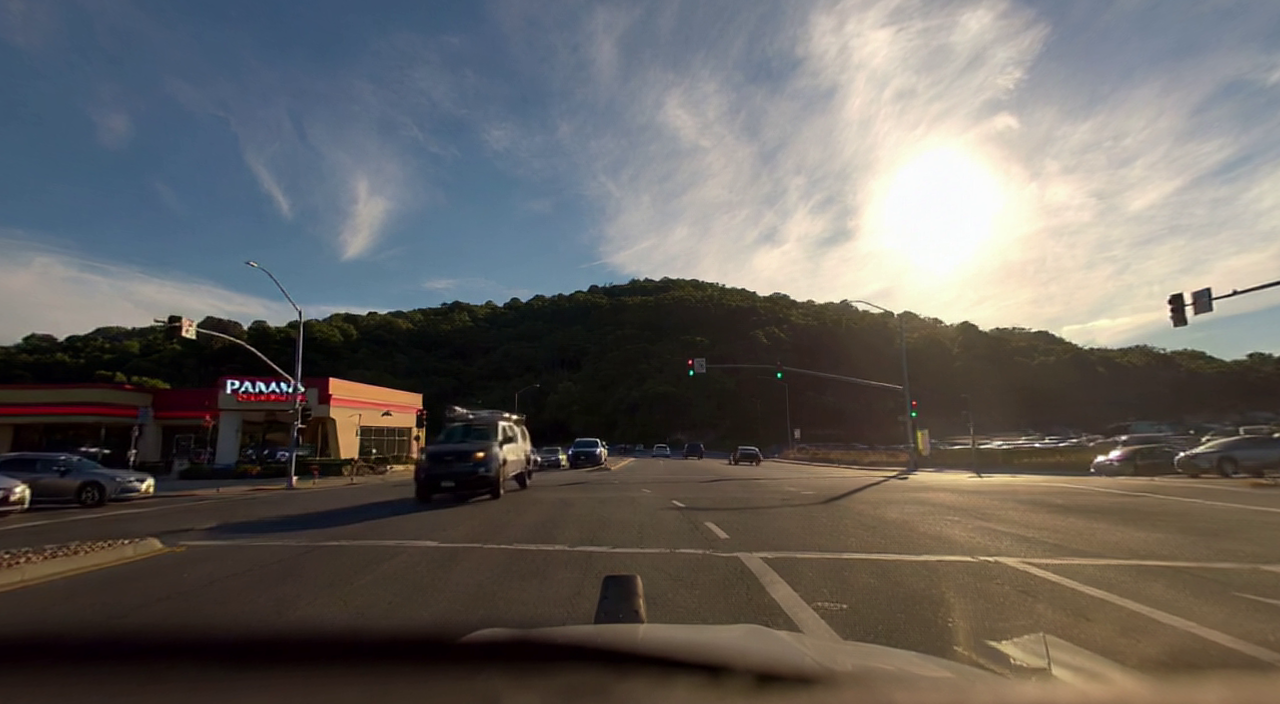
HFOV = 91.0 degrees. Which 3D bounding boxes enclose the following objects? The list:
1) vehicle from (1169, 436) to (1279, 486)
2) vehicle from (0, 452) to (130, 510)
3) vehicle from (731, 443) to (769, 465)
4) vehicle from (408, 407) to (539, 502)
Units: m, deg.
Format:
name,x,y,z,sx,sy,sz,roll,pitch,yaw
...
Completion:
name,x,y,z,sx,sy,sz,roll,pitch,yaw
vehicle,25.070,4.468,26.041,4.546,1.944,2.051,1,-9,-5
vehicle,-19.786,4.173,20.555,4.440,1.748,2.033,0,-9,1
vehicle,8.492,7.903,48.933,1.911,1.594,4.378,0,-9,-3
vehicle,-4.409,2.831,17.710,2.196,2.264,5.206,0,-8,1
